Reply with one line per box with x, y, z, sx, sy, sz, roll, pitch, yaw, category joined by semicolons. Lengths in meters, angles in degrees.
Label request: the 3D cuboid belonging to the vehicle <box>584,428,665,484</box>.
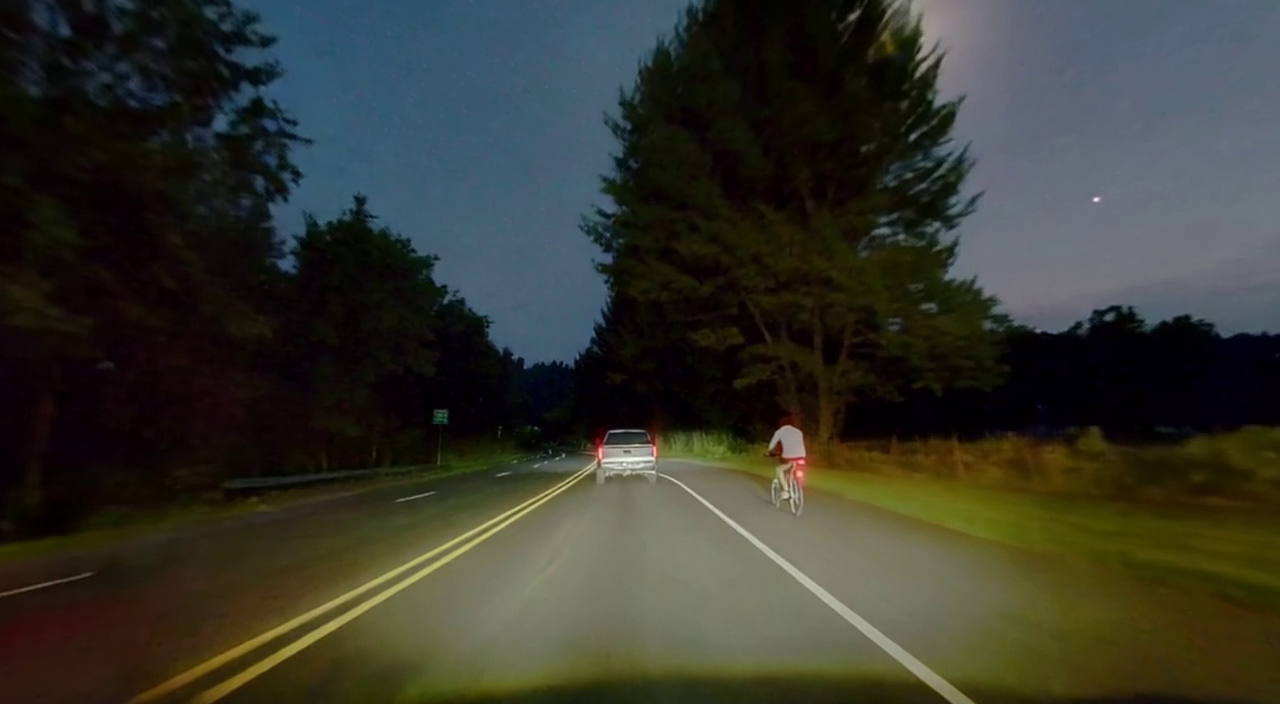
-0.647;3.798;23.332;2.631;1.798;5.331;0;-8;-3;vehicle
